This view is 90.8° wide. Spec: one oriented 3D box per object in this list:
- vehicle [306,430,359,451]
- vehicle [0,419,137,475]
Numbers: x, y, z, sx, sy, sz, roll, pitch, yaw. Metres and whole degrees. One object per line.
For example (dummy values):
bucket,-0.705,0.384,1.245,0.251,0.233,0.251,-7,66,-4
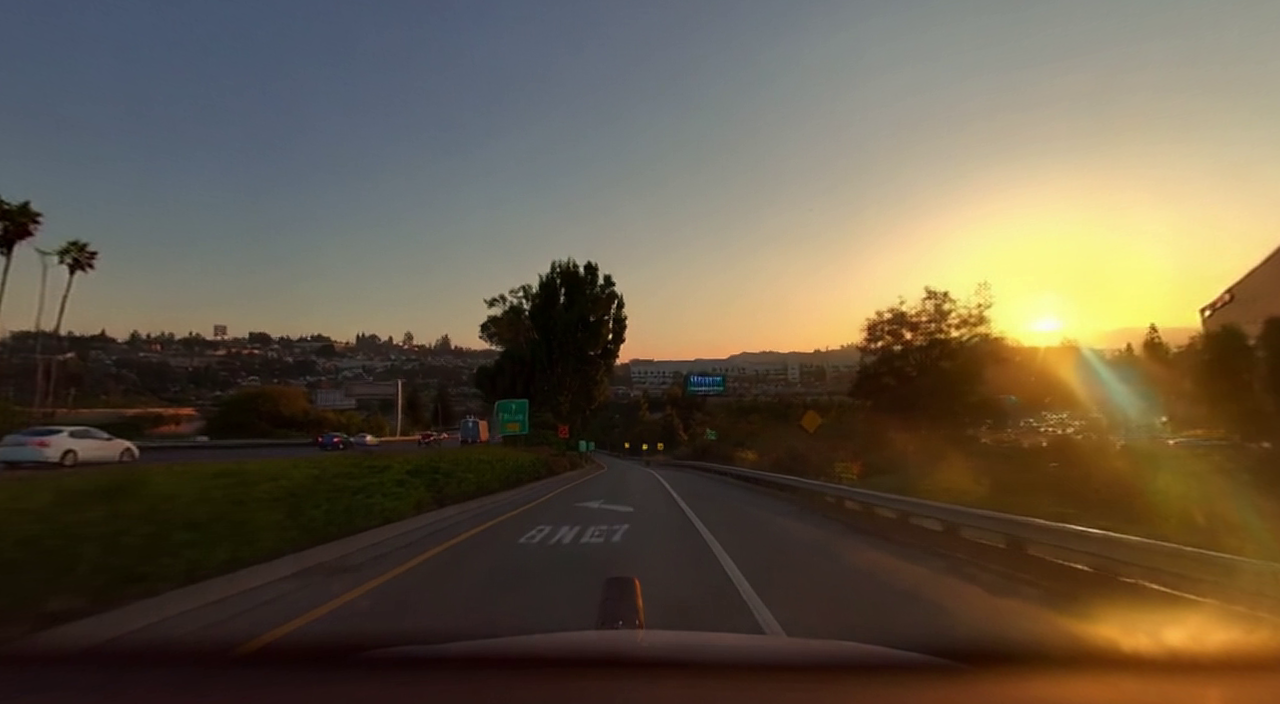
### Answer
vehicle,-23.368,6.750,48.228,1.933,1.496,4.516,0,-9,-2
vehicle,-17.717,2.822,18.722,1.931,1.451,4.683,0,-9,-3
